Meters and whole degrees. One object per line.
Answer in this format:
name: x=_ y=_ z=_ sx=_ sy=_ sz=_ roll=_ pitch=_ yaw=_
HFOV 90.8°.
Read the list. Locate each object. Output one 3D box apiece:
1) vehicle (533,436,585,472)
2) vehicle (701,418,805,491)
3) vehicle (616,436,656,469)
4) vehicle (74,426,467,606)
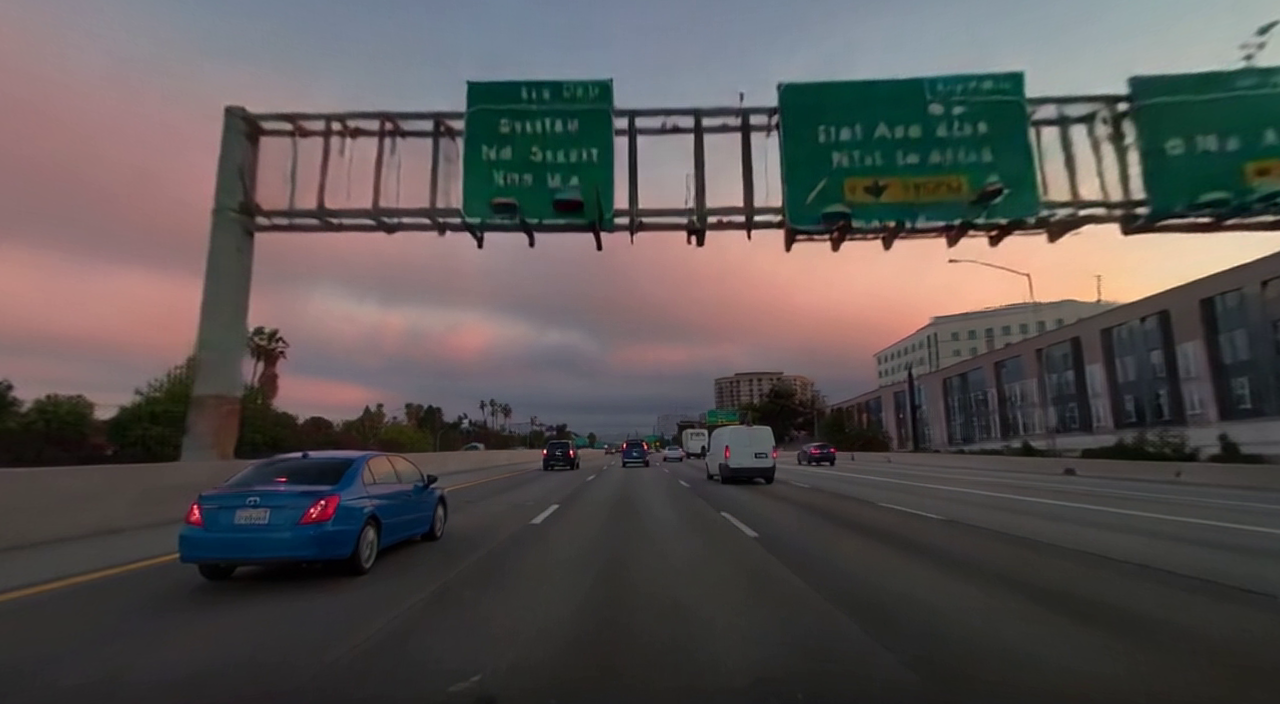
vehicle: x=-4.175 y=5.380 z=33.458 sx=2.109 sy=1.793 sz=4.613 roll=0 pitch=-9 yaw=0
vehicle: x=3.562 y=3.406 z=21.219 sx=2.250 sy=2.074 sz=5.723 roll=0 pitch=-9 yaw=-2
vehicle: x=-0.262 y=5.835 z=36.630 sx=2.212 sy=1.786 sz=4.198 roll=0 pitch=-9 yaw=-1
vehicle: x=-3.649 y=1.688 z=7.451 sx=1.991 sy=1.469 sz=4.381 roll=0 pitch=-9 yaw=0
